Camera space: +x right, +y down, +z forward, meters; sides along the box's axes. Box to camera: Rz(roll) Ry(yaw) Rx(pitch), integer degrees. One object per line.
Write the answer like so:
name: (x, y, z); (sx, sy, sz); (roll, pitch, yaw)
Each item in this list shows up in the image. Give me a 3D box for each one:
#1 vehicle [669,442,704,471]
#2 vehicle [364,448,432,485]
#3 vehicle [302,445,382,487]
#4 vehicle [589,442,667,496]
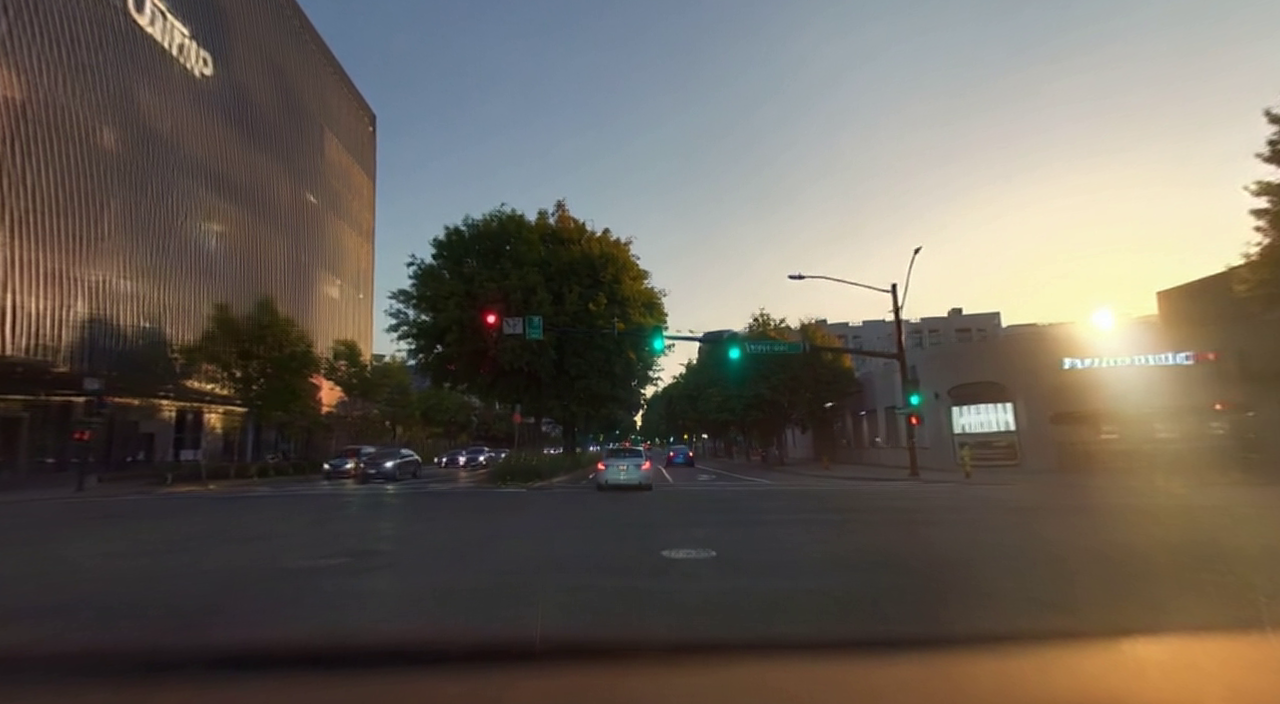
vehicle: (3.198, 7.209, 43.819); (2.078, 1.799, 4.089); (1, -8, -1)
vehicle: (-12.560, 5.922, 33.047); (2.000, 1.507, 4.286); (-3, -7, -2)
vehicle: (-15.928, 6.072, 34.102); (2.119, 1.815, 4.795); (-3, -7, -1)
vehicle: (-0.368, 3.522, 19.493); (2.144, 1.398, 3.963); (1, -8, -1)
